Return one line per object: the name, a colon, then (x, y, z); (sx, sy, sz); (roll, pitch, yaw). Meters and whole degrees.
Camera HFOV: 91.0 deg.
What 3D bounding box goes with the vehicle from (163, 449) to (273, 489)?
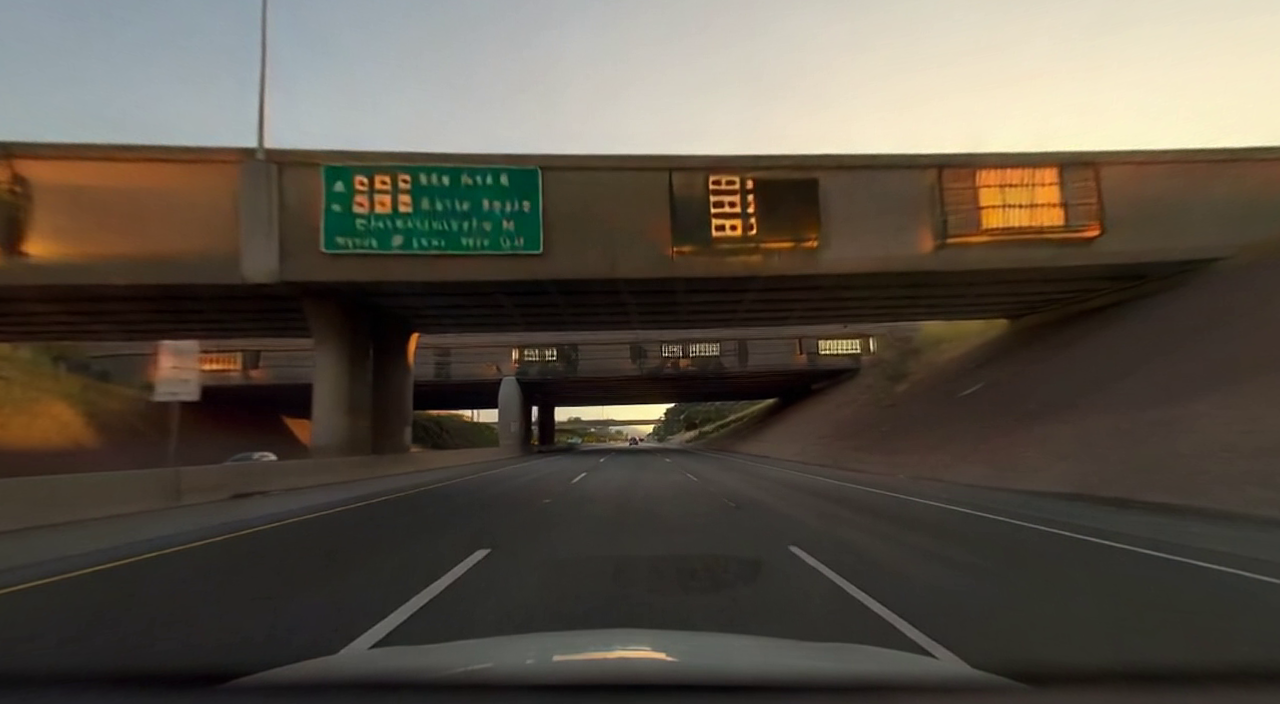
vehicle: (-18.010, 4.967, 27.122); (1.911, 1.468, 4.258); (0, -8, -2)
